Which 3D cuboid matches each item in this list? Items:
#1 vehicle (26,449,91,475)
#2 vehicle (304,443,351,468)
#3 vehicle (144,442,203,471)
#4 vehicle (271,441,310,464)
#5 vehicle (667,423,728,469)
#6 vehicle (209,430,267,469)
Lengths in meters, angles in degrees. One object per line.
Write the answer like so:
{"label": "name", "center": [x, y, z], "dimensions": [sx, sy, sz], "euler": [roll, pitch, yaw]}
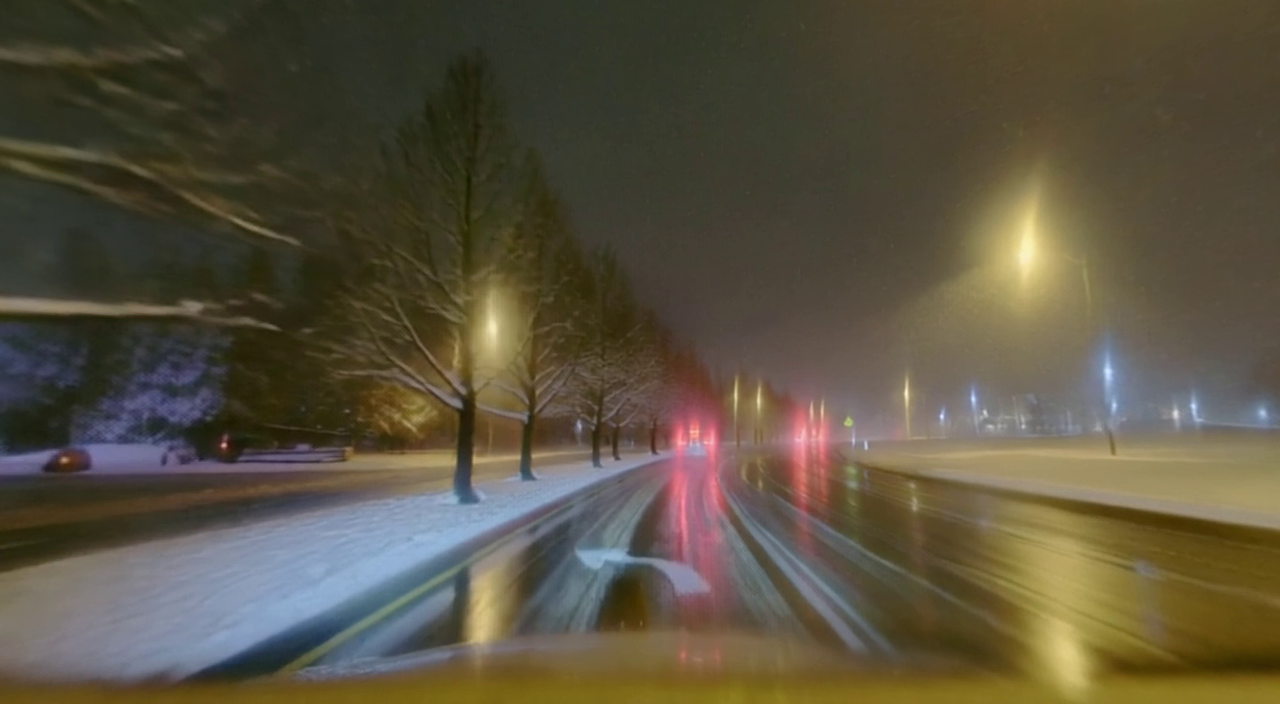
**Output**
{"label": "vehicle", "center": [-35.794, 6.752, 38.737], "dimensions": [1.983, 1.491, 4.333], "euler": [5, -10, -31]}
{"label": "vehicle", "center": [-21.080, 6.964, 42.496], "dimensions": [2.058, 1.580, 4.134], "euler": [2, -9, -16]}
{"label": "vehicle", "center": [-30.897, 6.897, 41.717], "dimensions": [2.123, 1.834, 4.749], "euler": [4, -9, -25]}
{"label": "vehicle", "center": [-25.795, 7.399, 46.394], "dimensions": [1.916, 1.563, 3.941], "euler": [3, -9, -21]}
{"label": "vehicle", "center": [2.802, 4.387, 29.325], "dimensions": [2.371, 1.926, 5.615], "euler": [-1, -9, 9]}
{"label": "vehicle", "center": [-28.538, 6.859, 44.715], "dimensions": [2.346, 2.341, 5.455], "euler": [0, -6, -21]}
